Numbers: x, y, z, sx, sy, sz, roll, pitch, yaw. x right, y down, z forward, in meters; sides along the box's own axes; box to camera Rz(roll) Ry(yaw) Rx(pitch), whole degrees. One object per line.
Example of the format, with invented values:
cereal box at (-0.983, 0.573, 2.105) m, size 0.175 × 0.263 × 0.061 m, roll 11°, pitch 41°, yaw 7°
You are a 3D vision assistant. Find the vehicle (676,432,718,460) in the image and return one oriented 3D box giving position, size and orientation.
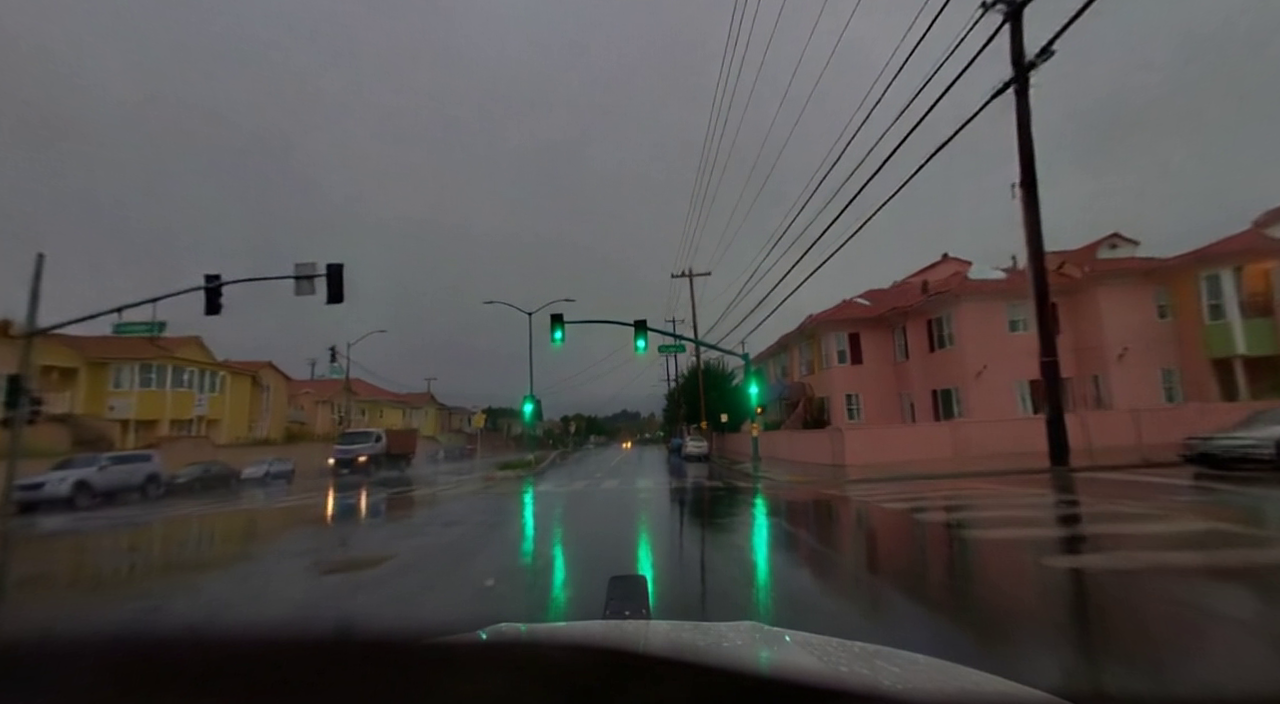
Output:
vehicle at (3.142, 5.330, 35.714) m, size 1.986 × 1.491 × 4.500 m, roll 0°, pitch -9°, yaw 0°

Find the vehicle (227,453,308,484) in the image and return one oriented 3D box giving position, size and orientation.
vehicle at (-19.127, 5.985, 32.548) m, size 1.672 × 1.428 × 4.062 m, roll 0°, pitch -9°, yaw 0°

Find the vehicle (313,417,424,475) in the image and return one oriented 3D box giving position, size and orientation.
vehicle at (-16.057, 5.701, 38.132) m, size 2.979 × 3.071 × 7.978 m, roll -1°, pitch -9°, yaw 1°

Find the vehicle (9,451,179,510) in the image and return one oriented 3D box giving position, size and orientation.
vehicle at (-19.320, 4.497, 22.653) m, size 2.071 × 1.840 × 4.528 m, roll 0°, pitch -9°, yaw -1°

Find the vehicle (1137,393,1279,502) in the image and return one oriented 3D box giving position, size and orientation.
vehicle at (11.956, 1.520, 10.912) m, size 4.816 × 1.501 × 2.296 m, roll -2°, pitch -1°, yaw 1°

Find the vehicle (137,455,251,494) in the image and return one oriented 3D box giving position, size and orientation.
vehicle at (-19.261, 5.290, 27.526) m, size 1.751 × 1.487 × 4.514 m, roll 0°, pitch -9°, yaw -1°

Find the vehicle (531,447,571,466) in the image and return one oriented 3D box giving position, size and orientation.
vehicle at (-5.901, 6.915, 41.968) m, size 1.925 × 1.016 × 2.951 m, roll -3°, pitch -6°, yaw 6°
